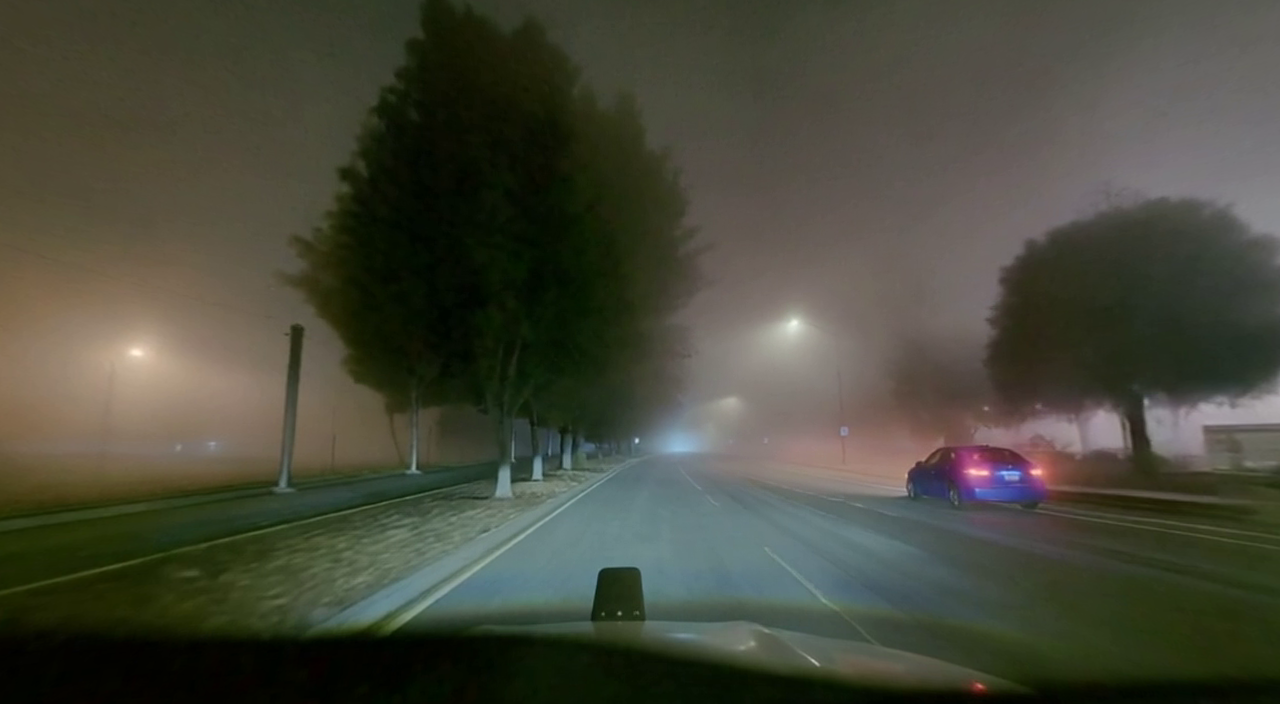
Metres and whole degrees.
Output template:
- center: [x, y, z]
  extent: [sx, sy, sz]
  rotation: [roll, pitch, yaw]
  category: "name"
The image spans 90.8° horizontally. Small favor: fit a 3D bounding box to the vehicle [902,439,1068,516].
- center: [7.587, 2.759, 14.319]
  extent: [1.797, 1.518, 3.433]
  rotation: [0, -9, 1]
  category: "vehicle"
